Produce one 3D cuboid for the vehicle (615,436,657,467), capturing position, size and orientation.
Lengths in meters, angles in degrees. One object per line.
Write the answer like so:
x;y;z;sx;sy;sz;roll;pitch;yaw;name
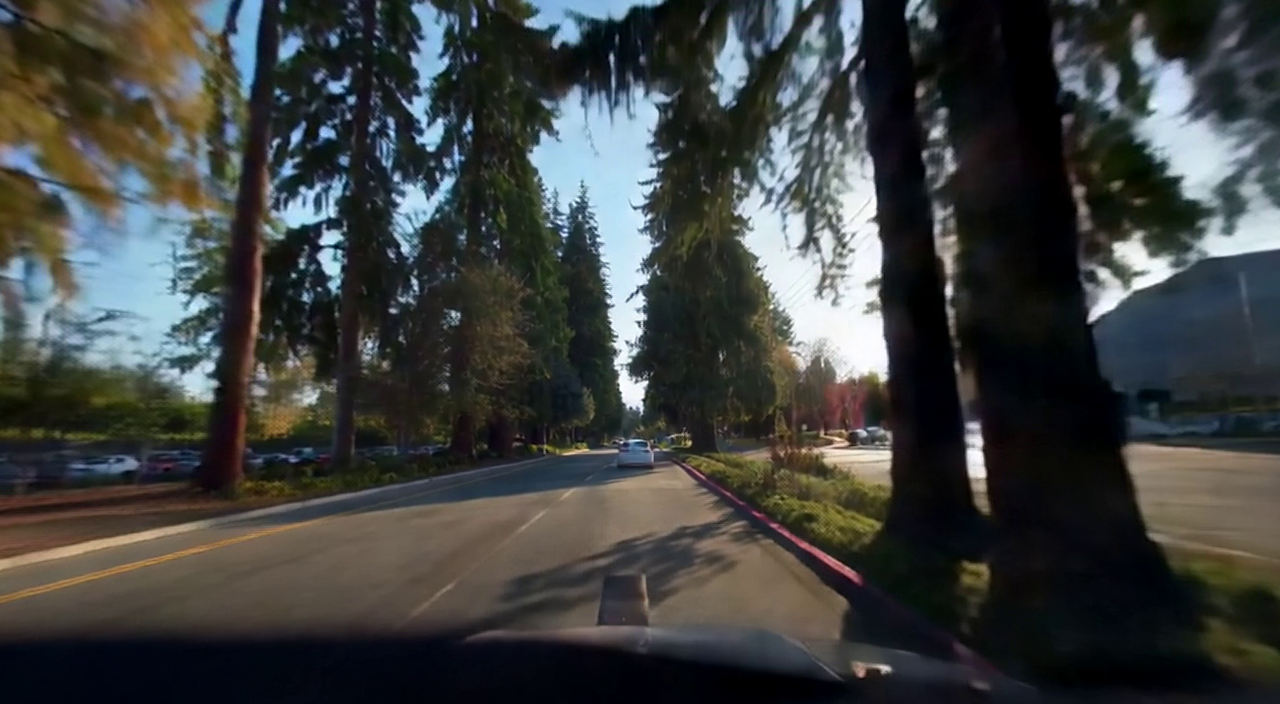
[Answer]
-0.206;5.025;31.753;1.991;1.463;3.988;0;-8;0;vehicle
